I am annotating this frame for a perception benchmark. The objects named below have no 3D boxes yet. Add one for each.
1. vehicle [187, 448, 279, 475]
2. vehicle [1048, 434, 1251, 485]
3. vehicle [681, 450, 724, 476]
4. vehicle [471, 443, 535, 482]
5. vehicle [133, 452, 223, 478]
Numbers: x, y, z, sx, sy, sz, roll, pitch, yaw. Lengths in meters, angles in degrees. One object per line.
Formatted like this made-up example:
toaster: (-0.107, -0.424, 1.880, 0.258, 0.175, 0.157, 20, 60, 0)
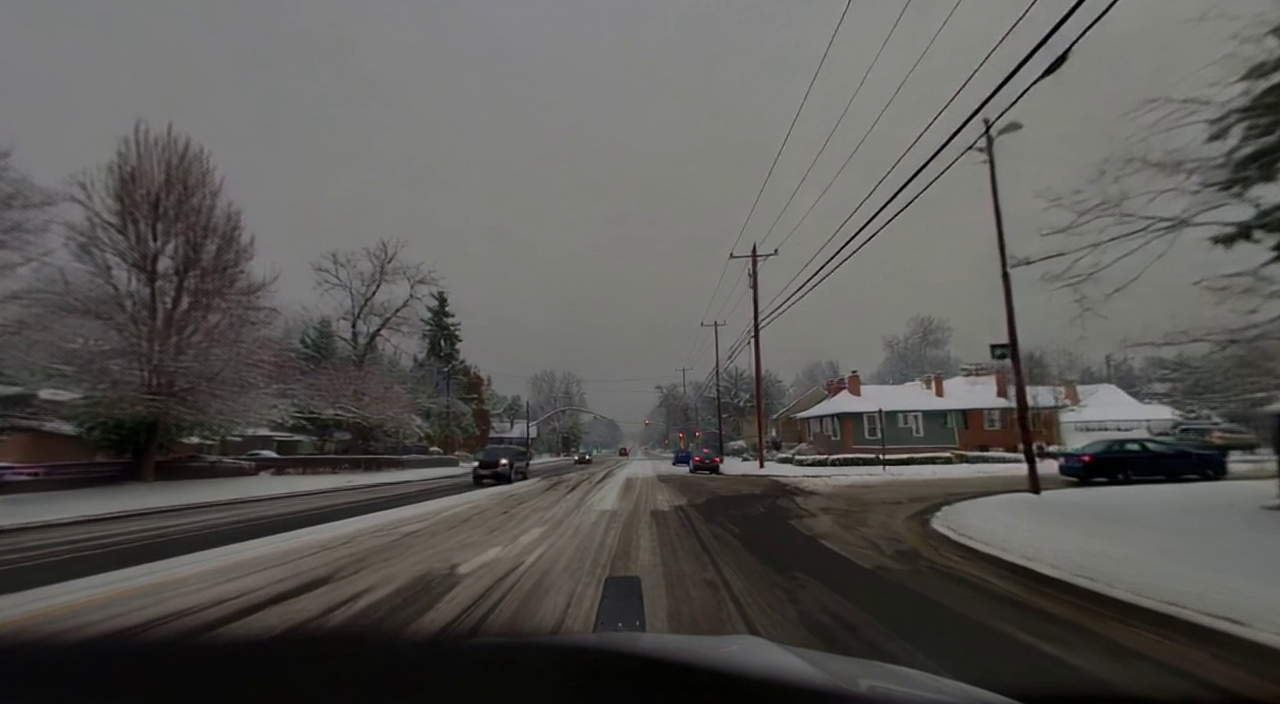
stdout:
vehicle: (-28.581, 7.688, 44.480, 4.750, 1.845, 2.382, 0, -9, -1)
vehicle: (15.760, 3.338, 19.741, 4.628, 1.484, 1.946, 0, -9, -1)
vehicle: (3.756, 6.733, 38.626, 2.031, 1.500, 4.590, 0, -9, -1)
vehicle: (-6.771, 5.515, 31.748, 2.092, 1.810, 4.882, 0, -9, 0)
vehicle: (-28.352, 6.965, 38.892, 1.780, 1.467, 3.992, -2, -10, 21)
